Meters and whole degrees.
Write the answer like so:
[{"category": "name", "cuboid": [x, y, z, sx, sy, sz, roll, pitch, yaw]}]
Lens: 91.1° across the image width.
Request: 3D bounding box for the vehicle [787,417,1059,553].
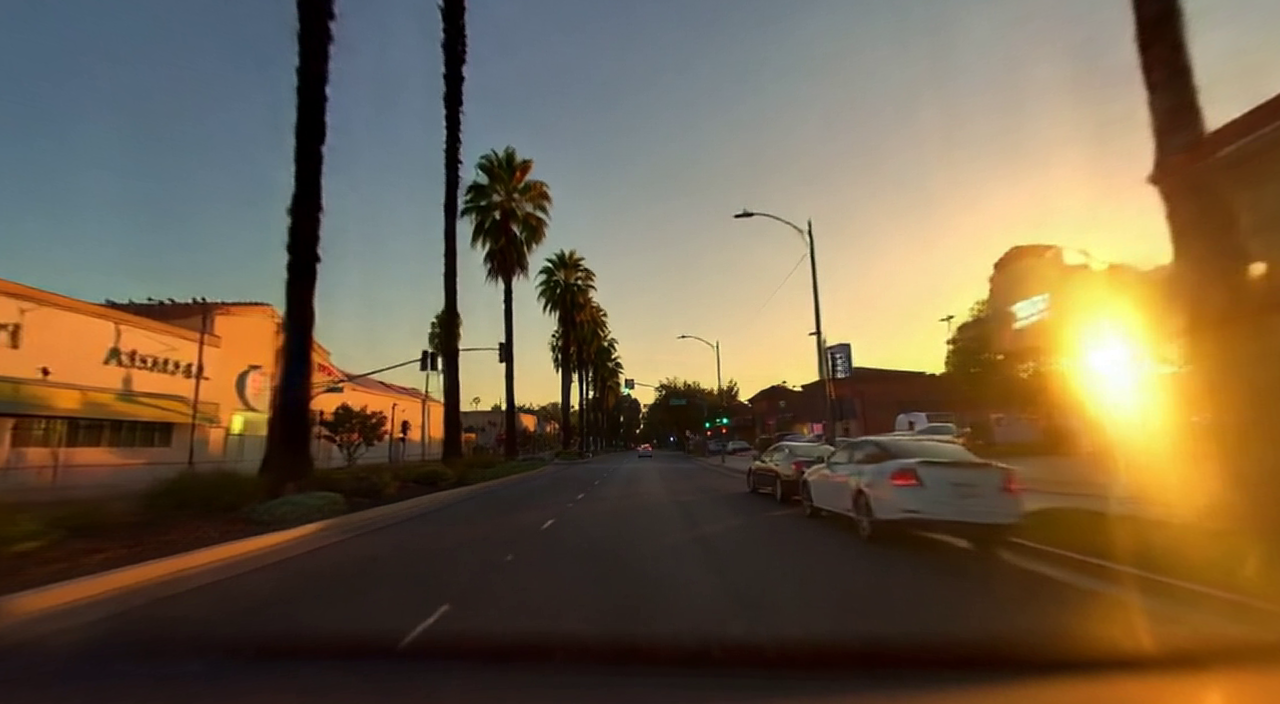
[{"category": "vehicle", "cuboid": [4.077, 2.012, 10.179, 2.089, 1.652, 4.668, 1, -9, -2]}]
